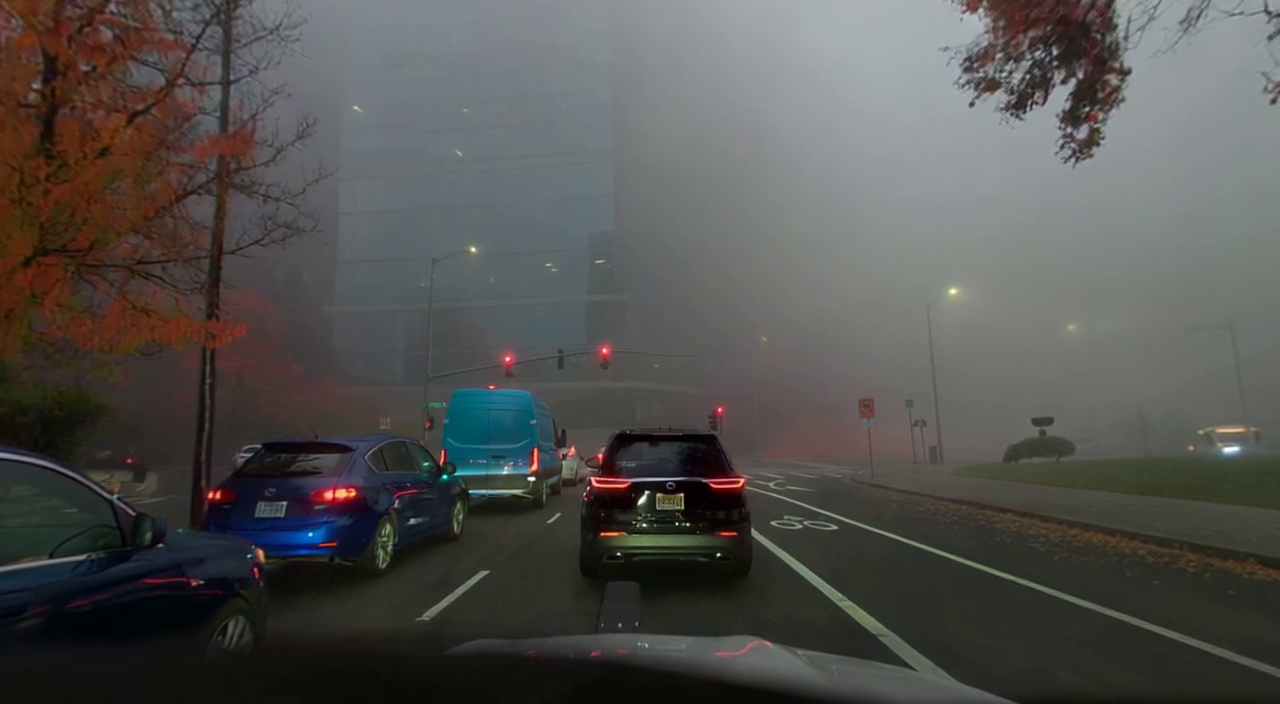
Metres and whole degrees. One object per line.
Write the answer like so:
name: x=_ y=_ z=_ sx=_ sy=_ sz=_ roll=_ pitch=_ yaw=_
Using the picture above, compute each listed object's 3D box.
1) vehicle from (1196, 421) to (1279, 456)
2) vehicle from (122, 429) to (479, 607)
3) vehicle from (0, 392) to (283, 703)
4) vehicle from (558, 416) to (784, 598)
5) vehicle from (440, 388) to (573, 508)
vehicle: x=28.377 y=4.000 z=28.639 sx=1.762 sy=1.487 sz=4.488 roll=-1 pitch=-9 yaw=1
vehicle: x=-3.482 y=1.767 z=7.578 sx=1.955 sy=1.499 sz=4.223 roll=0 pitch=-9 yaw=0
vehicle: x=-2.906 y=0.819 z=1.504 sx=1.893 sy=1.491 sz=3.798 roll=0 pitch=-9 yaw=-1
vehicle: x=0.195 y=1.639 z=7.378 sx=1.979 sy=1.562 sz=3.630 roll=0 pitch=-9 yaw=-3
vehicle: x=-3.269 y=2.565 z=16.805 sx=2.343 sy=2.635 sz=5.684 roll=0 pitch=-9 yaw=0
